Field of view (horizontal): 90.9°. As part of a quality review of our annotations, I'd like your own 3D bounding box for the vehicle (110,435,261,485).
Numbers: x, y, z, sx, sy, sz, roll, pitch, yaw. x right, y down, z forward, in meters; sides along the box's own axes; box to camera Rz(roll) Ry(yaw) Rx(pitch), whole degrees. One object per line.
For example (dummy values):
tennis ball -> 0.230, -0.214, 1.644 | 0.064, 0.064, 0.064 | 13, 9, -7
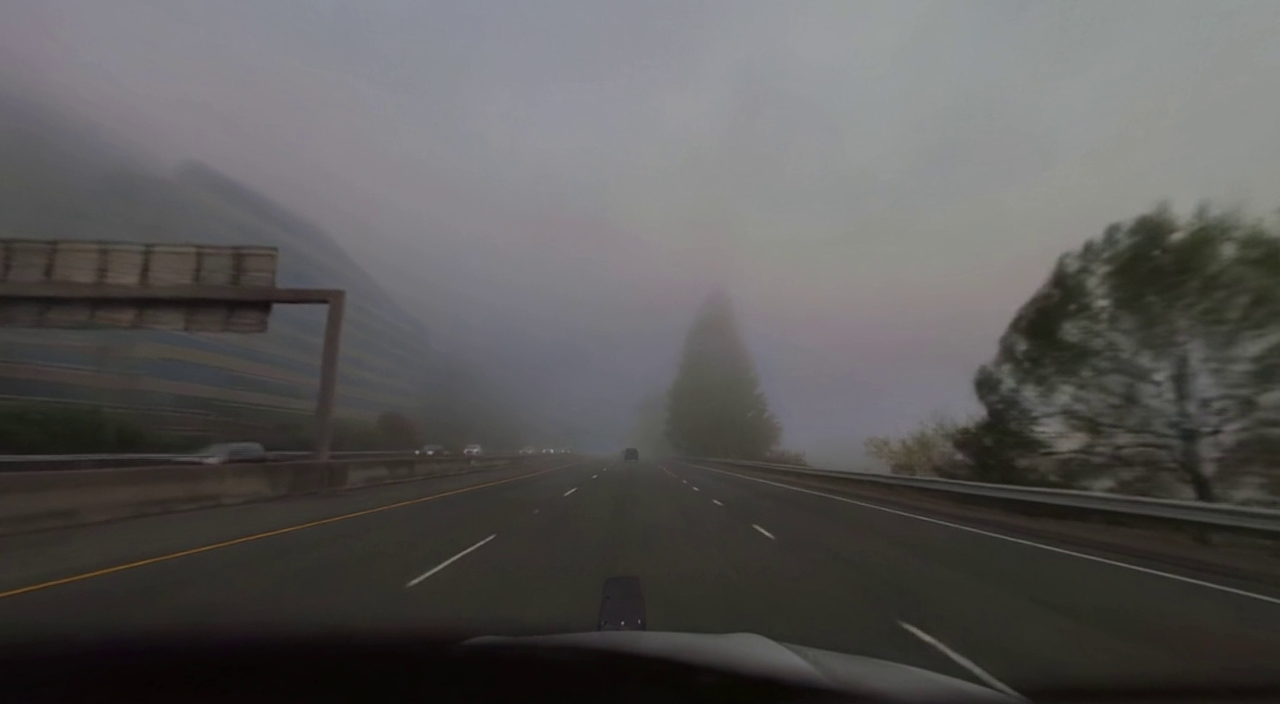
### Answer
vehicle -> -14.946, 3.585, 21.096 | 1.797, 1.477, 4.388 | 0, -9, -1
